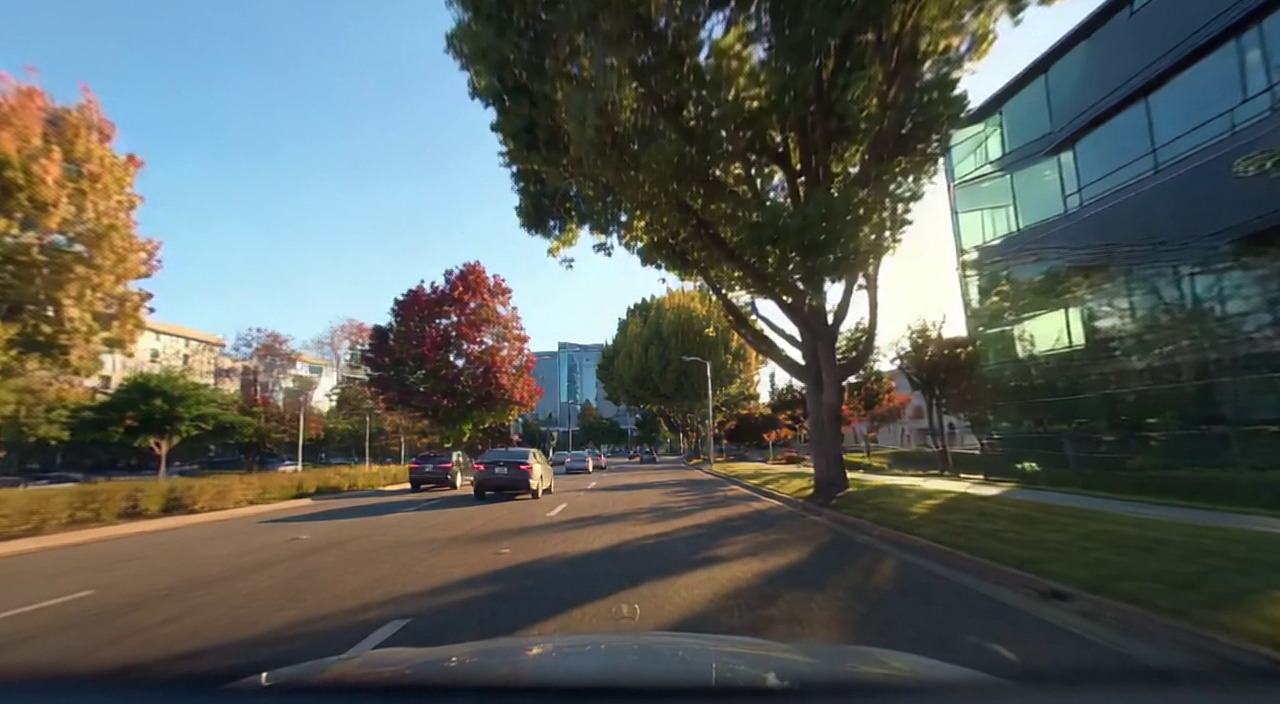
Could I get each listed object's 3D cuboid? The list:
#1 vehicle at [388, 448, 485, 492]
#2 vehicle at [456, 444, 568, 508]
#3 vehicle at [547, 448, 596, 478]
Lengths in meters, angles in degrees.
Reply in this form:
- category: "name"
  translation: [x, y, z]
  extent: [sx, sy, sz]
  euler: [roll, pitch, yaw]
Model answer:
- category: "vehicle"
  translation: [-7.496, 4.371, 23.811]
  extent: [1.976, 1.497, 4.709]
  euler: [0, -9, 2]
- category: "vehicle"
  translation: [-3.266, 3.266, 17.147]
  extent: [2.011, 1.483, 4.596]
  euler: [0, -9, 1]
- category: "vehicle"
  translation: [-3.443, 5.697, 32.607]
  extent: [1.971, 1.414, 4.317]
  euler: [0, -9, 1]
